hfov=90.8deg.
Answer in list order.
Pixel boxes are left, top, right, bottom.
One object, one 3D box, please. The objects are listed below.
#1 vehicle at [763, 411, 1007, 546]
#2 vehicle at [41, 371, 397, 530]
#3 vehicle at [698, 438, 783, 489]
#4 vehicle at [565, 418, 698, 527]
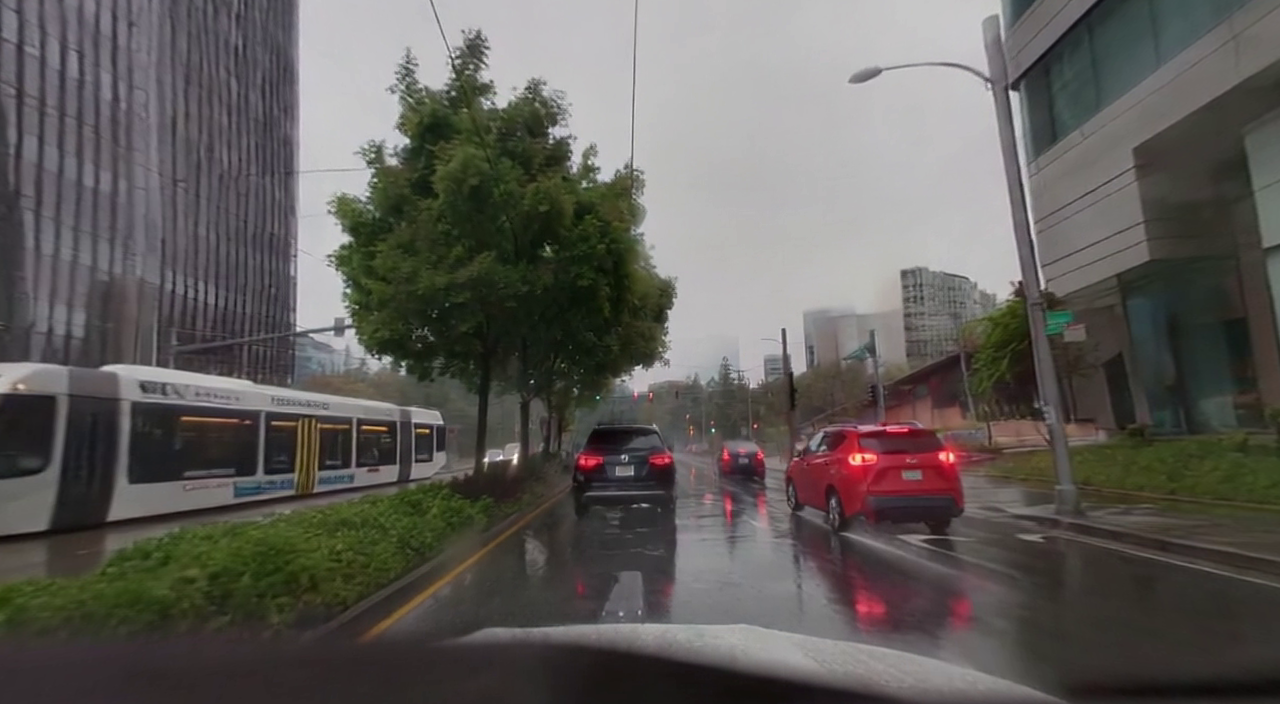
[{"bbox_3d":[3.597,1.960,10.454,2.029,1.717,4.624,0,-8,-2],"label":"vehicle"},{"bbox_3d":[-10.971,2.852,18.730,3.053,3.359,10.539,0,-8,2],"label":"vehicle"},{"bbox_3d":[3.181,3.625,20.926,1.993,1.480,4.324,0,-8,-2],"label":"vehicle"},{"bbox_3d":[-0.192,2.301,12.587,2.178,1.779,4.255,0,-8,-1],"label":"vehicle"}]
